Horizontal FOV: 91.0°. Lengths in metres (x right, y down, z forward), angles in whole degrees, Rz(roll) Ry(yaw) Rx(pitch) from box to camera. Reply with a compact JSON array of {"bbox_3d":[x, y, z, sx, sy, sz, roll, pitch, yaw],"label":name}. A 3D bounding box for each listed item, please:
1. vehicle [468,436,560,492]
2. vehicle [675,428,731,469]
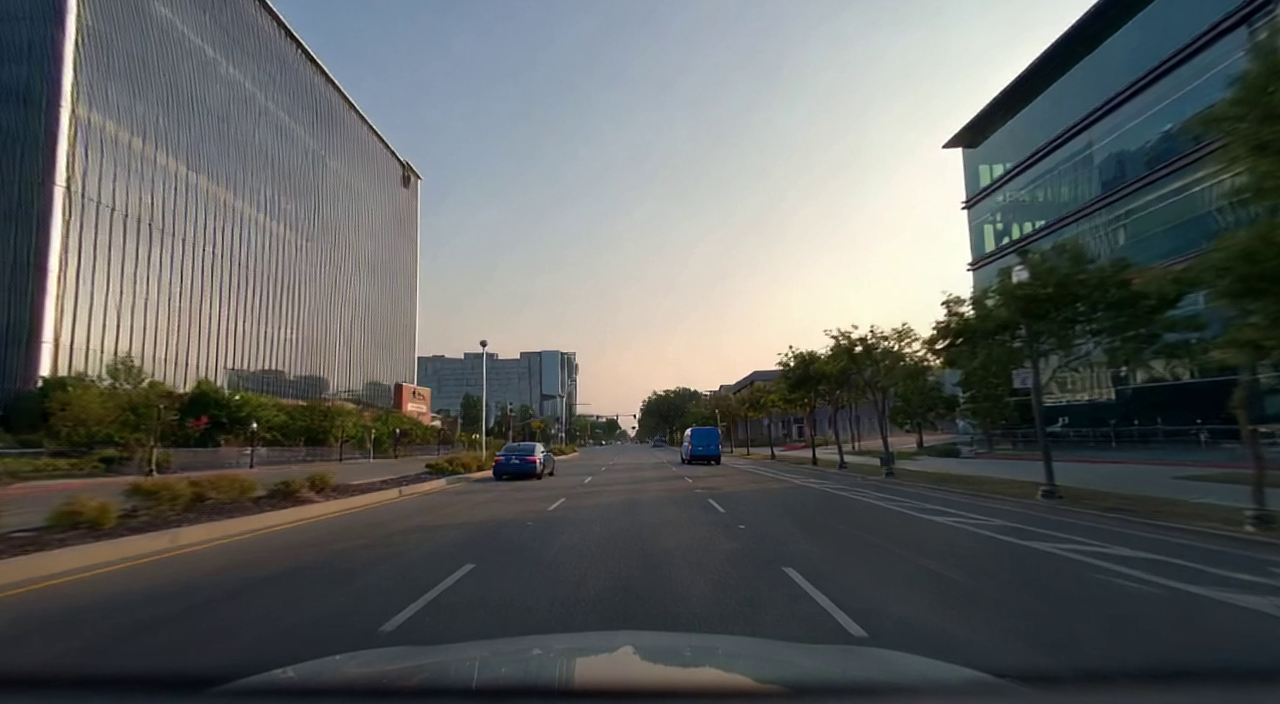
[{"bbox_3d":[-3.640,3.306,18.967,1.864,1.464,4.195,0,-8,0],"label":"vehicle"},{"bbox_3d":[3.125,4.915,32.283,2.200,1.914,5.145,0,-8,-2],"label":"vehicle"}]
